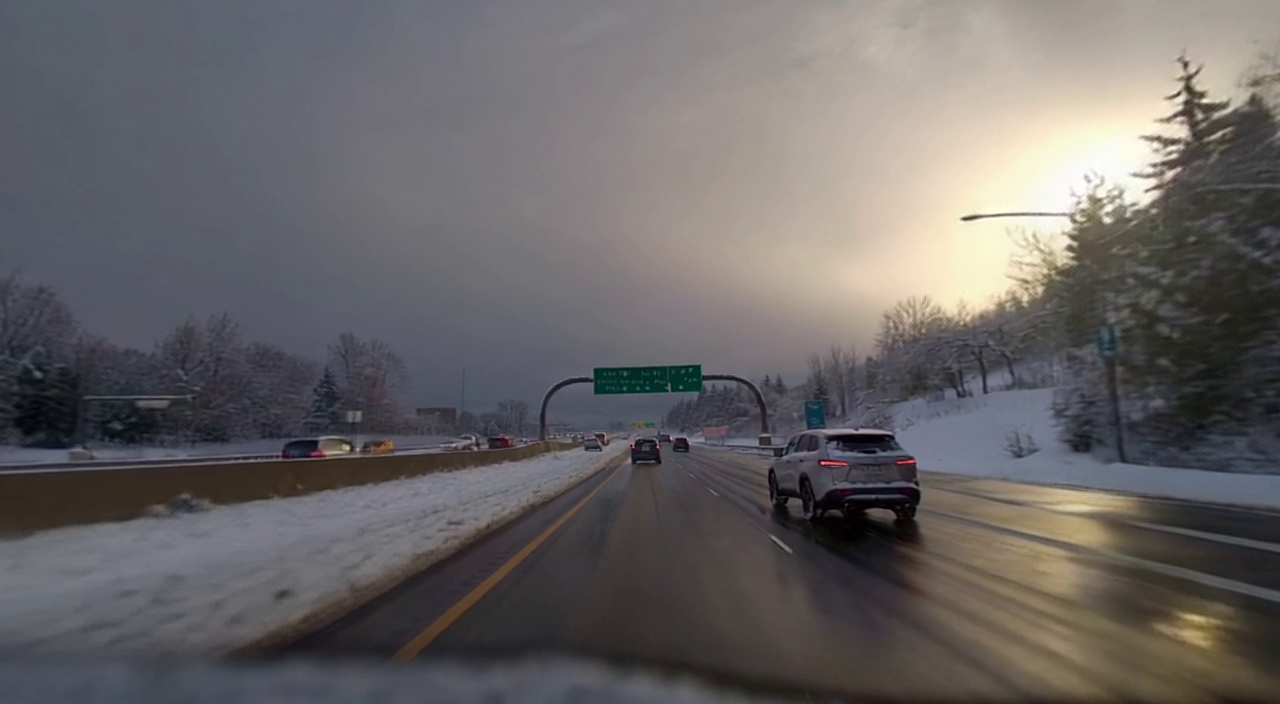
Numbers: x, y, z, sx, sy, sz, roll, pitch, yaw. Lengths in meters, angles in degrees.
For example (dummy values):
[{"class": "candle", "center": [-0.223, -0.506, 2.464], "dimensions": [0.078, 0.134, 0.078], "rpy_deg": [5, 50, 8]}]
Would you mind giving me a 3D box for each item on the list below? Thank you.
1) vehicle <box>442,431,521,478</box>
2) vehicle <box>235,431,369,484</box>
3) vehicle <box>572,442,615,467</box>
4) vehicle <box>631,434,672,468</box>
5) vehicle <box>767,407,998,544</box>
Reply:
[{"class": "vehicle", "center": [-6.139, 4.037, 24.951], "dimensions": [1.946, 1.688, 4.019], "rpy_deg": [0, -8, 2]}, {"class": "vehicle", "center": [-12.110, 3.821, 23.087], "dimensions": [2.076, 1.701, 5.093], "rpy_deg": [0, -8, 0]}, {"class": "vehicle", "center": [-2.690, 6.057, 37.566], "dimensions": [2.205, 1.406, 4.286], "rpy_deg": [0, -8, 1]}, {"class": "vehicle", "center": [0.645, 5.462, 34.927], "dimensions": [2.133, 1.739, 3.925], "rpy_deg": [0, -8, 1]}, {"class": "vehicle", "center": [3.730, 1.990, 10.841], "dimensions": [2.083, 1.823, 4.627], "rpy_deg": [0, -8, 0]}]
